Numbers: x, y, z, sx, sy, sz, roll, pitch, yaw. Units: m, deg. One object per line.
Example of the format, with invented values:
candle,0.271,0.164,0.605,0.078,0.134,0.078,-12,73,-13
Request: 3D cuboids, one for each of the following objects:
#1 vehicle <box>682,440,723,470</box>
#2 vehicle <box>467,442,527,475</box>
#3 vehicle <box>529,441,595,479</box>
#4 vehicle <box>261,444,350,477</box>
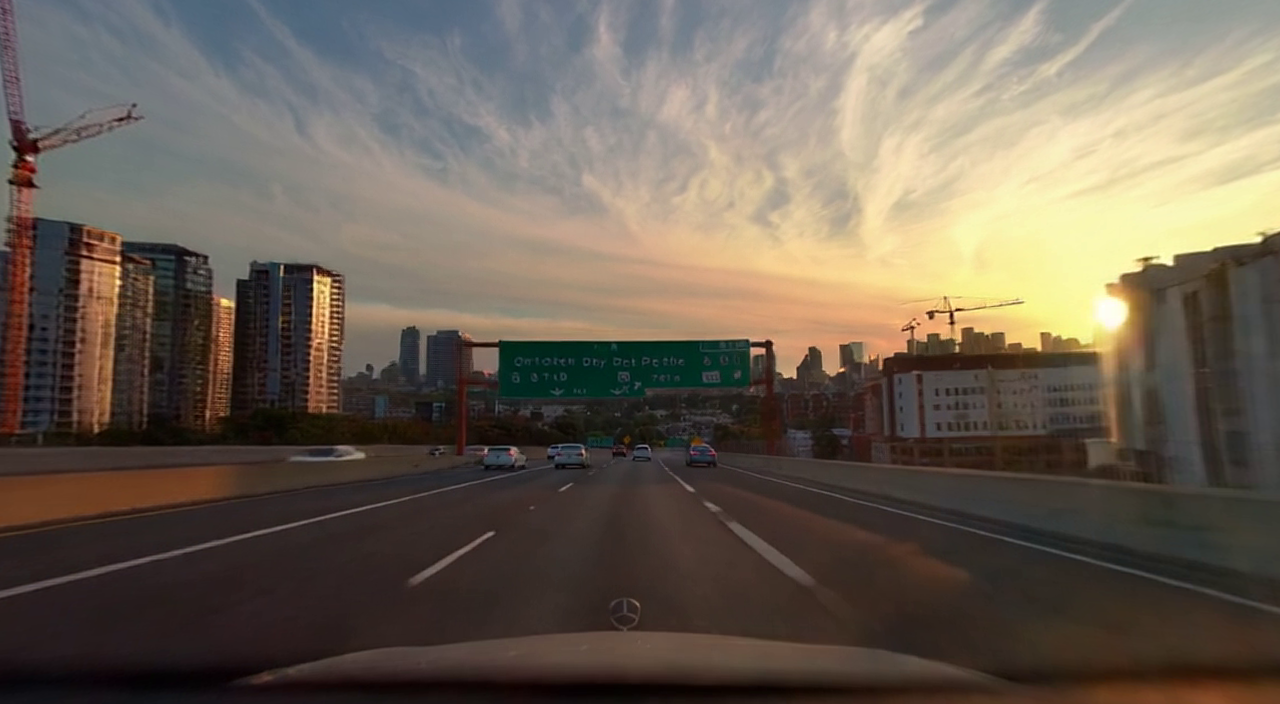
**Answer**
vehicle,3.518,5.899,36.266,1.978,1.602,4.092,0,-8,0
vehicle,-7.131,5.342,31.988,1.951,1.528,4.209,0,-8,1
vehicle,-3.280,4.630,27.388,2.136,1.512,4.488,0,-8,2
vehicle,-16.340,5.311,31.161,1.826,1.476,4.548,0,-8,1
